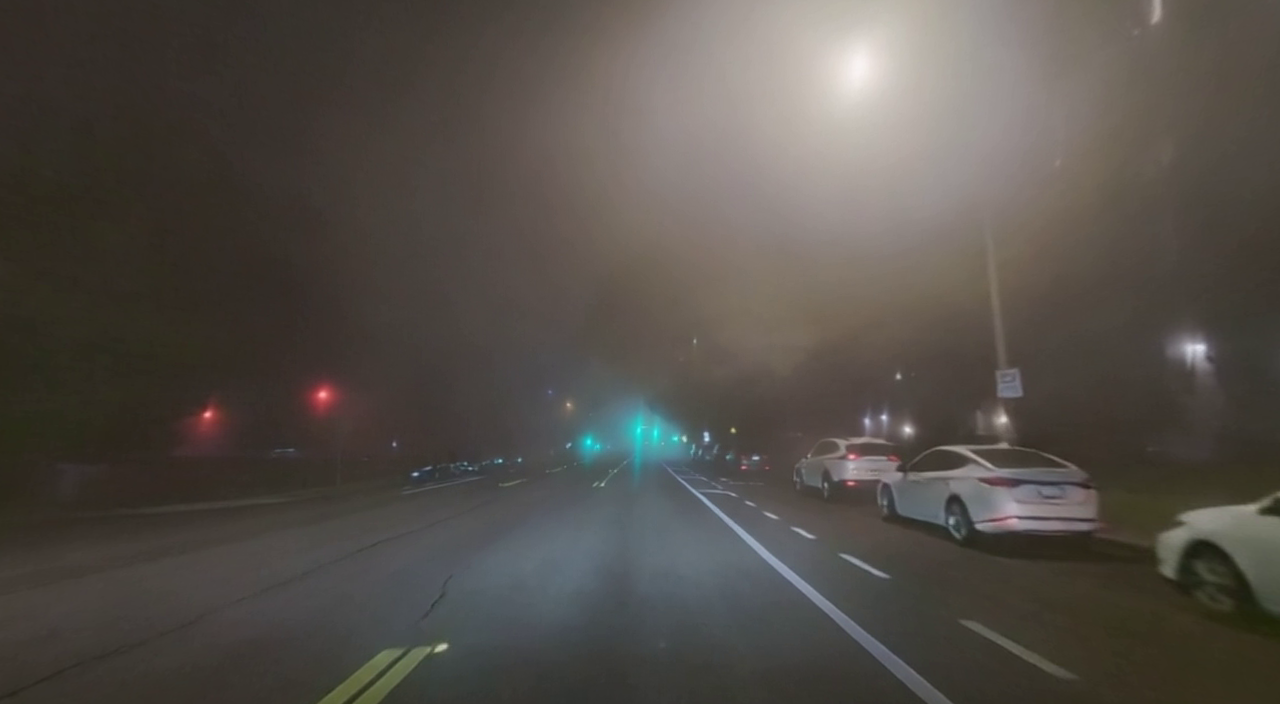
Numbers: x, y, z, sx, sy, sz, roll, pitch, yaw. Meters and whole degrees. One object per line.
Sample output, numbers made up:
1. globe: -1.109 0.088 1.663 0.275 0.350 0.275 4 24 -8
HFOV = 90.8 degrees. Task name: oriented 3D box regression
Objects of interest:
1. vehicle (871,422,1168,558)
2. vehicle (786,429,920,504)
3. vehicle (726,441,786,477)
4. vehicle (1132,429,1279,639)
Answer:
1. vehicle: 5.437 2.037 9.889 1.974 1.548 4.160 -3 -9 0
2. vehicle: 5.365 2.935 16.604 1.990 1.694 4.179 0 -8 -1
3. vehicle: 5.272 4.883 29.190 1.837 1.532 3.886 0 -8 -2
4. vehicle: 5.387 1.127 3.459 1.901 1.443 4.319 0 -8 0
